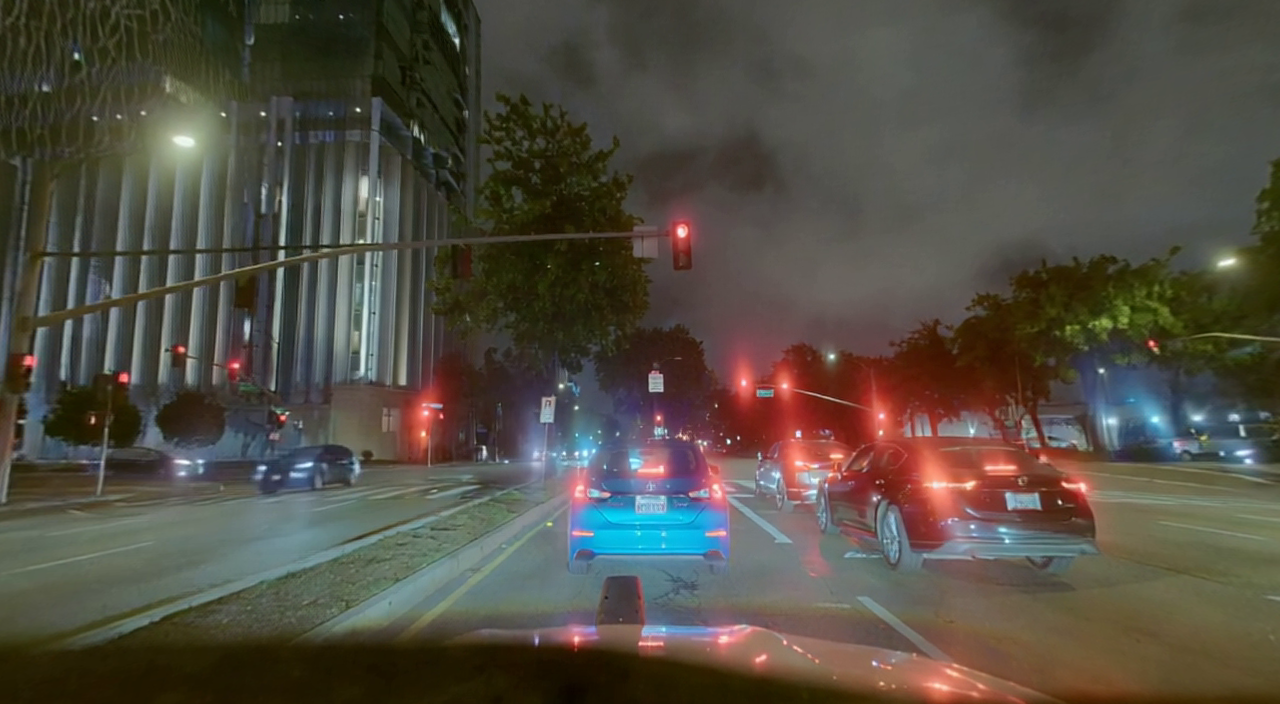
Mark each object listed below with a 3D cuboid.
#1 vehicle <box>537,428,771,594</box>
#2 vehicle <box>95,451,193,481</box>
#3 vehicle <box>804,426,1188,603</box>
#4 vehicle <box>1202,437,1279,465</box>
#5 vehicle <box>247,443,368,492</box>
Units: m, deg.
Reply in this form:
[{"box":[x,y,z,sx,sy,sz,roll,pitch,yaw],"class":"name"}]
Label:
[{"box":[0.091,1.732,7.733,2.087,1.468,4.014,0,-9,-1],"class":"vehicle"},{"box":[-26.657,6.123,34.040,3.657,1.528,1.783,1,-9,-3],"class":"vehicle"},{"box":[3.648,1.738,7.737,2.018,1.491,4.544,0,-9,-1],"class":"vehicle"},{"box":[35.206,5.638,36.127,4.190,1.535,1.998,0,-9,-1],"class":"vehicle"},{"box":[-12.196,4.232,23.576,2.009,1.642,4.482,0,-9,0],"class":"vehicle"}]
